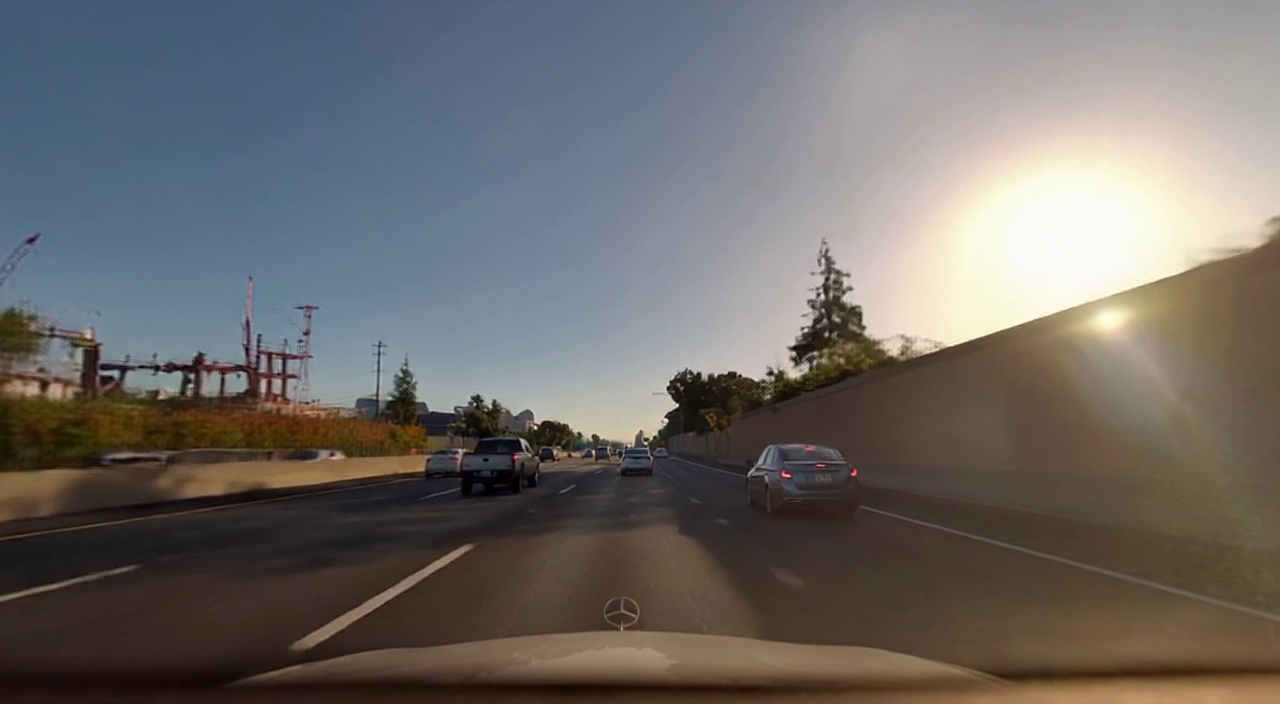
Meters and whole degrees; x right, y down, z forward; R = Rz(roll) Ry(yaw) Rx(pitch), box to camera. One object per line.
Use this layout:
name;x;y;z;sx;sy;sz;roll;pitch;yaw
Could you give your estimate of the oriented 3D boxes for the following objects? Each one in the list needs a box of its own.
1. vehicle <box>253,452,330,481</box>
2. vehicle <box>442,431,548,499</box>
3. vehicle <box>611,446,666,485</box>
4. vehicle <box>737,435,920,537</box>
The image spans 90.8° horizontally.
vehicle;-19.635;6.438;35.829;1.800;1.474;4.377;0;-9;1
vehicle;-4.156;3.321;18.905;2.121;1.775;4.335;0;-9;0
vehicle;-0.088;4.572;25.751;2.045;1.452;4.040;0;-9;-1
vehicle;3.186;2.359;11.820;1.917;1.507;4.540;0;-9;-2
